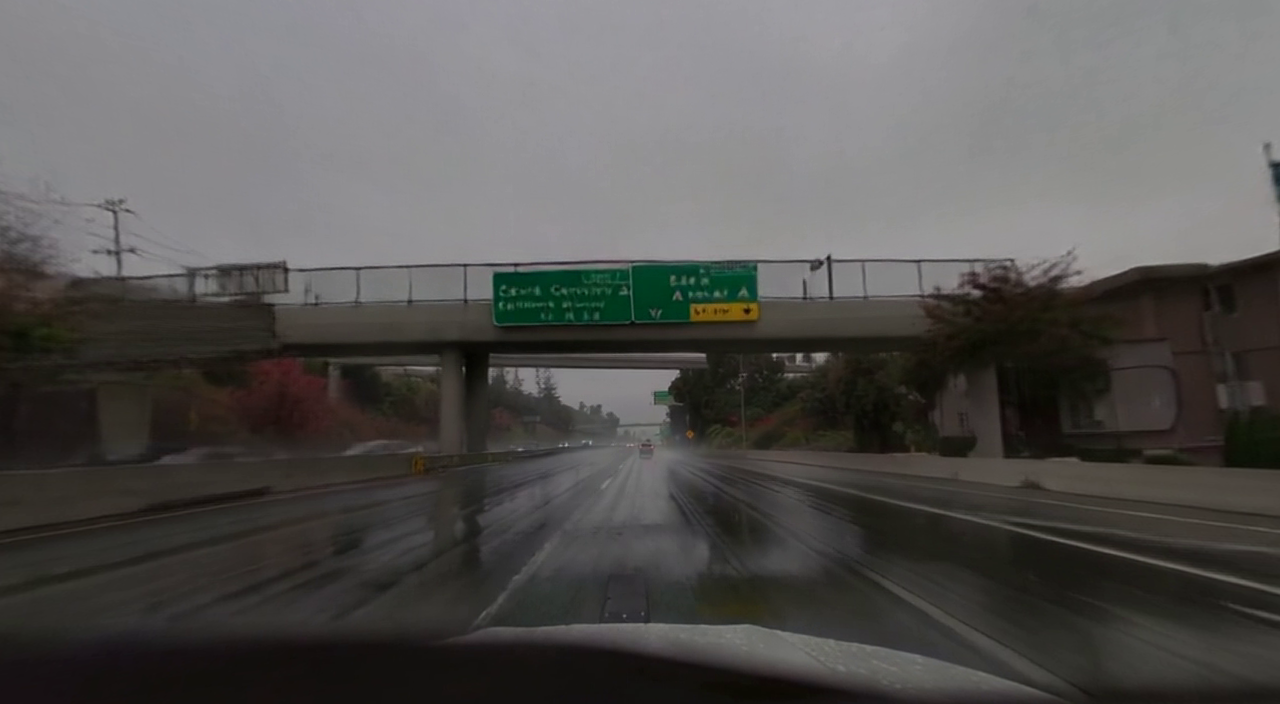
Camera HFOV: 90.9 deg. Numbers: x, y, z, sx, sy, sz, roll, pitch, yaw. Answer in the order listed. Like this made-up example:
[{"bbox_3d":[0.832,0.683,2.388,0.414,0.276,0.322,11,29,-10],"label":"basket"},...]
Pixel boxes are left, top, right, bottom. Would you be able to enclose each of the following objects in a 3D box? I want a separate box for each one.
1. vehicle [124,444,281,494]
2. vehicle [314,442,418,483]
[{"bbox_3d":[-14.463,3.844,21.287,1.879,1.475,4.702,0,-8,1],"label":"vehicle"},{"bbox_3d":[-10.838,4.375,25.360,1.998,1.484,4.695,0,-8,1],"label":"vehicle"}]
